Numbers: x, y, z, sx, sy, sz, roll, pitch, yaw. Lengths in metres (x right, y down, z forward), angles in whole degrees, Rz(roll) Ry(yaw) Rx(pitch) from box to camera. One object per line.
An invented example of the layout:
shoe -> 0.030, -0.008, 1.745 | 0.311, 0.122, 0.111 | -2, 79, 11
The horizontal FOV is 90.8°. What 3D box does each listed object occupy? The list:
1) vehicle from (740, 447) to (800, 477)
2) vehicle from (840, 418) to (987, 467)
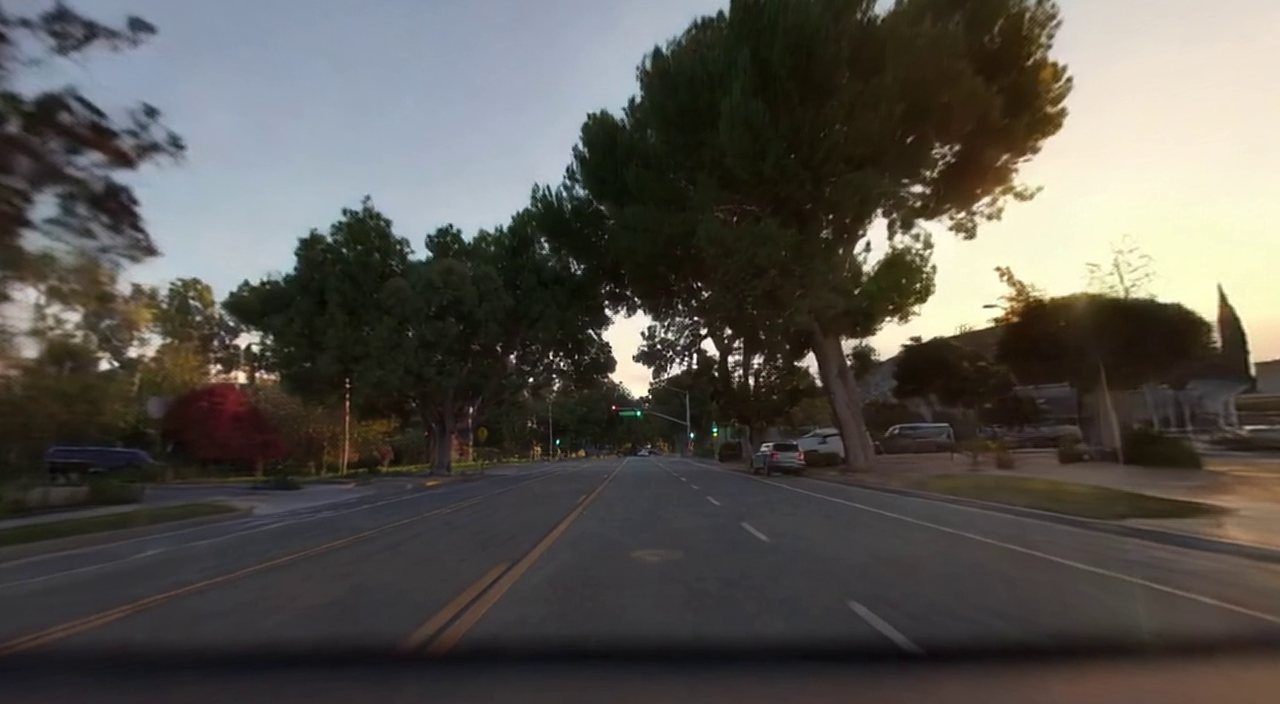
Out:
vehicle -> 6.746, 5.726, 33.256 | 1.993, 1.461, 4.269 | 0, -8, -3
vehicle -> 17.614, 5.874, 41.167 | 8.016, 2.965, 3.192 | -1, -8, 2
